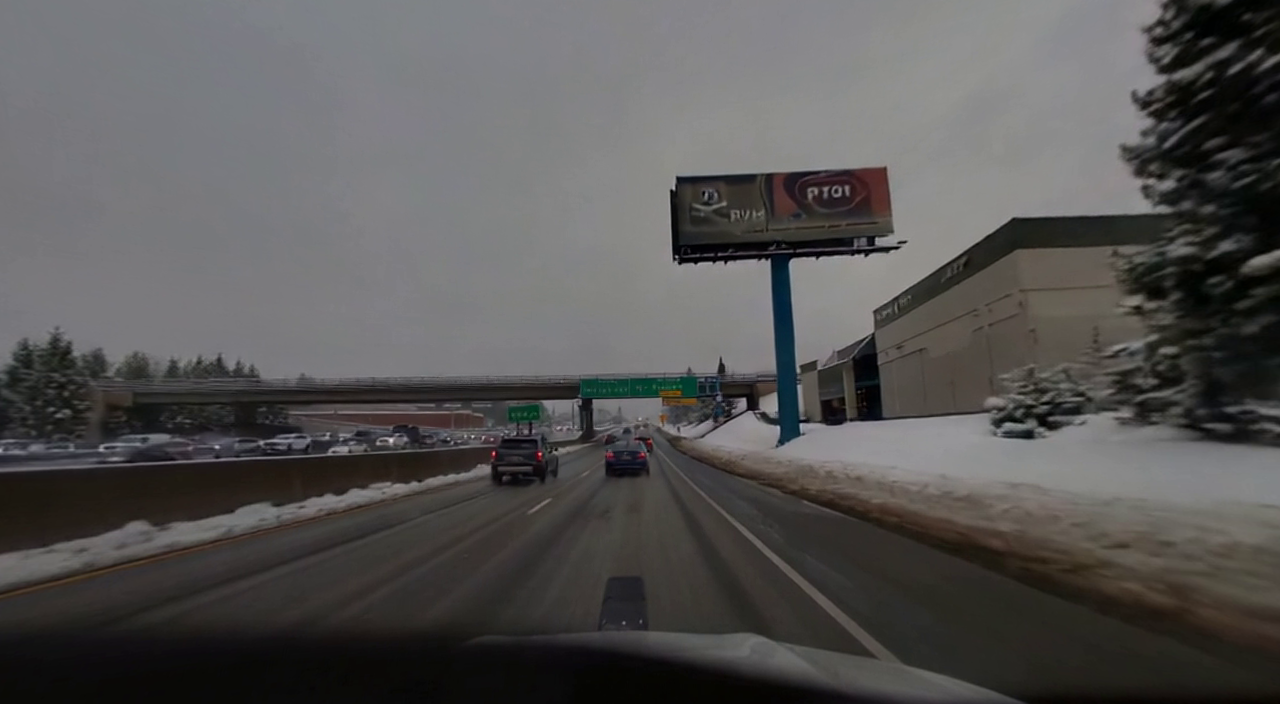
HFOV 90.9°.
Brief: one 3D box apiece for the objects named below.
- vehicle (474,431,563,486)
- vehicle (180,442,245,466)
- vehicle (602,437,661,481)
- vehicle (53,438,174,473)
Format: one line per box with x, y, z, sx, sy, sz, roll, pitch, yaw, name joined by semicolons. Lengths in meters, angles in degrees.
-3.855;3.463;20.838;2.064;1.589;4.213;0;-8;1;vehicle
-31.836;7.608;47.123;2.033;1.678;4.024;0;-8;0;vehicle
-0.284;3.676;22.017;1.877;1.386;3.872;0;-8;0;vehicle
-35.778;7.034;43.219;2.380;2.226;6.610;-1;-8;3;vehicle
